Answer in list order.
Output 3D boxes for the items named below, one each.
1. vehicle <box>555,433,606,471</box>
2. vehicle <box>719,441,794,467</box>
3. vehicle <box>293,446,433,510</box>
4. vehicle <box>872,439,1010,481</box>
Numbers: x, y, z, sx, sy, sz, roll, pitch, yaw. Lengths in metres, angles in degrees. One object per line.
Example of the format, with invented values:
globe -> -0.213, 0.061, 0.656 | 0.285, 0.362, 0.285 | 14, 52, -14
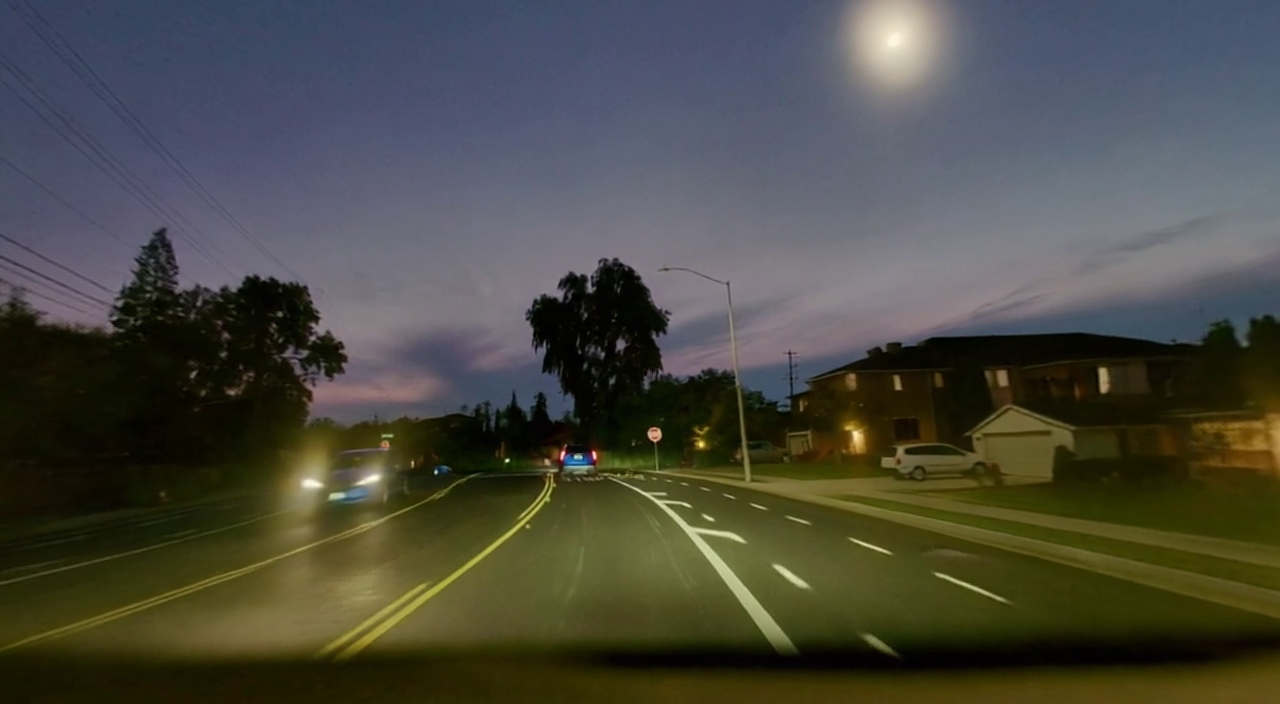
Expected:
vehicle -> -3.380, 5.478, 34.940 | 2.284, 1.741, 4.702 | 4, -7, -11
vehicle -> 7.893, 6.924, 42.858 | 4.582, 1.707, 1.934 | 2, -9, -13
vehicle -> -7.277, 3.308, 17.151 | 2.003, 1.483, 4.545 | 0, -8, -4
vehicle -> 11.481, 4.129, 24.215 | 4.383, 1.508, 1.884 | 1, -8, -6
